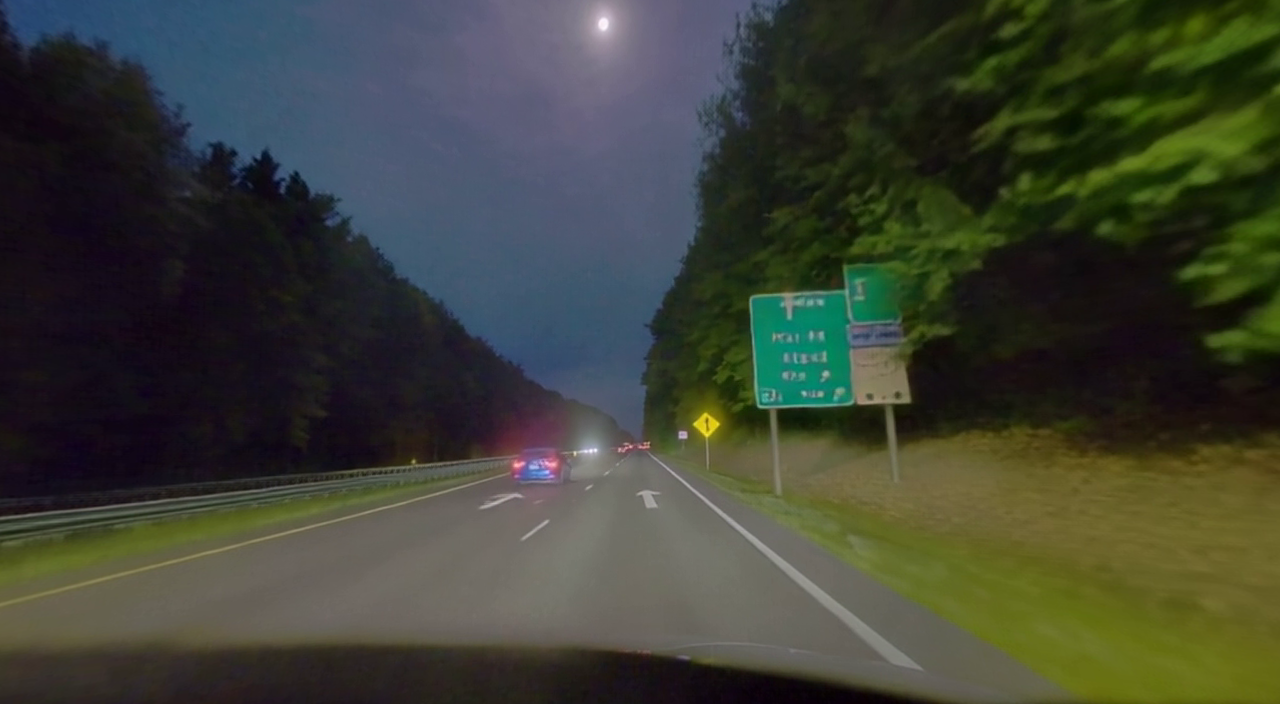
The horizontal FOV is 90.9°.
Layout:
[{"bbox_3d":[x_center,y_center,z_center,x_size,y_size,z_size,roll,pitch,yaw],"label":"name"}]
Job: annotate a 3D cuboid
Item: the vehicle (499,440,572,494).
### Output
[{"bbox_3d":[-3.222,3.619,20.136,1.675,1.537,3.574,0,-9,1],"label":"vehicle"}]
